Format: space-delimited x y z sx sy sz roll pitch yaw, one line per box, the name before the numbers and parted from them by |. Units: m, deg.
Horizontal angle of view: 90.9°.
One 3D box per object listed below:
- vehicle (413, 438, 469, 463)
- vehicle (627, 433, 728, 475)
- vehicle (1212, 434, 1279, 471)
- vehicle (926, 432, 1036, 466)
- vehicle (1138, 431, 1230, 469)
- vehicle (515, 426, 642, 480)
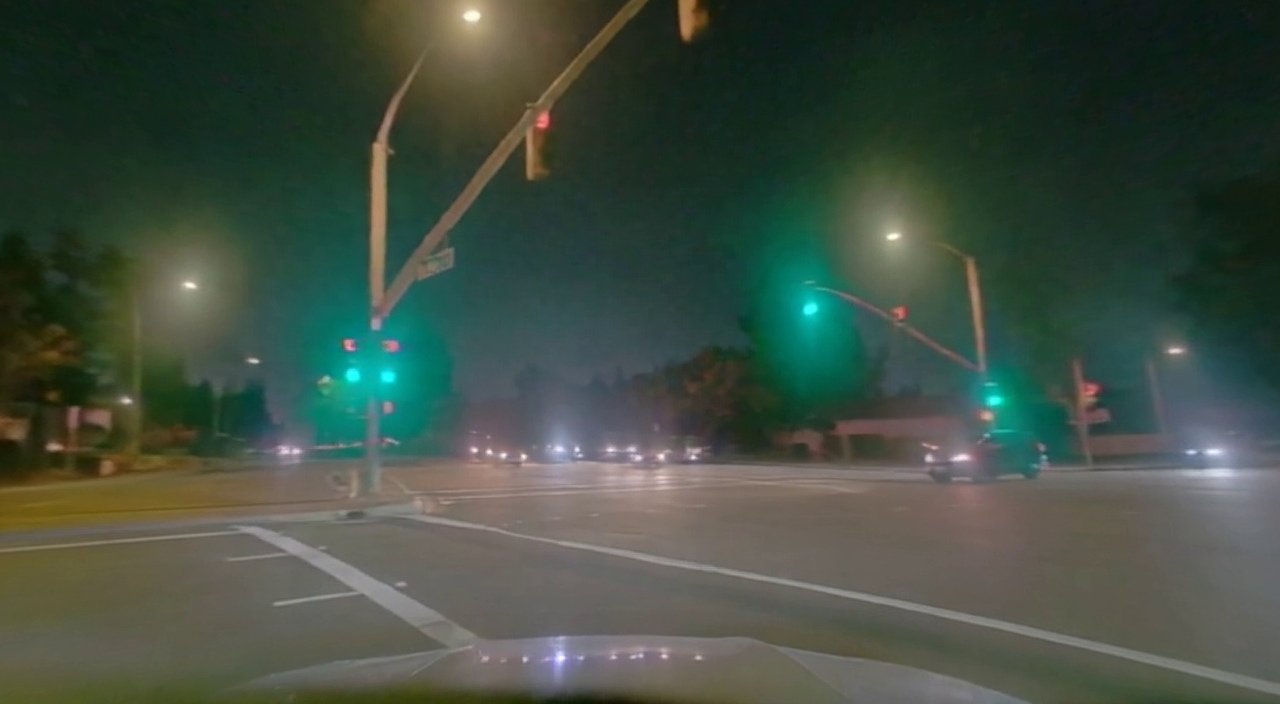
vehicle | -14.498 7.124 45.749 2.159 1.734 4.462 8 -12 -40
vehicle | 1.687 4.868 30.151 2.129 1.801 4.911 7 -11 -36
vehicle | 27.809 4.526 28.292 4.356 1.519 2.039 6 -11 -34
vehicle | 22.274 6.380 41.324 5.840 2.087 2.737 2 -9 -11
vehicle | 28.552 5.124 33.038 4.804 1.838 2.248 6 -10 -33
vehicle | -2.652 4.078 25.628 2.226 1.897 5.874 7 -11 -38
